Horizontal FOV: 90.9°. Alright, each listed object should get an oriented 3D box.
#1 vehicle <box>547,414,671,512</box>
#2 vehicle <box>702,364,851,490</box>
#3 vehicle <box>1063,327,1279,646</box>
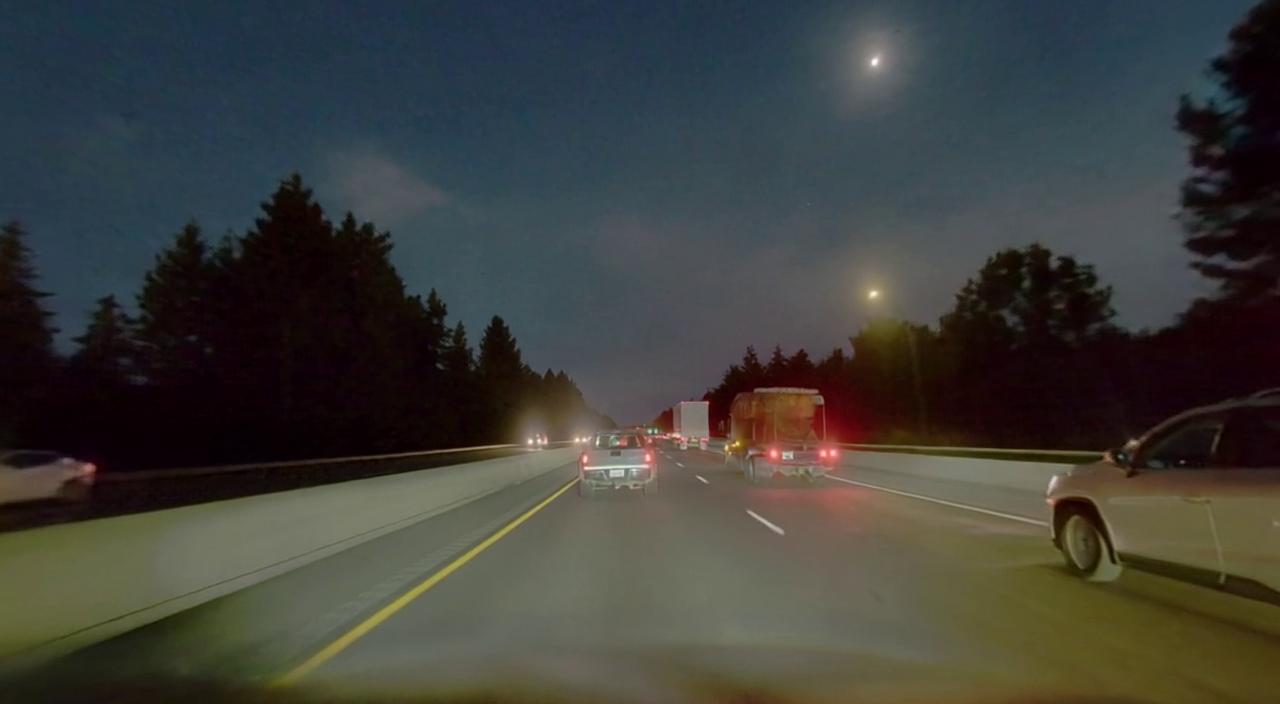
[{"bbox_3d":[-0.547,2.133,12.660,2.082,1.638,4.055,0,-8,-1],"label":"vehicle"},{"bbox_3d":[3.708,2.353,19.498,2.723,3.027,8.478,0,-7,0],"label":"vehicle"},{"bbox_3d":[4.856,0.794,3.698,2.011,1.905,3.905,0,-8,1],"label":"vehicle"}]
